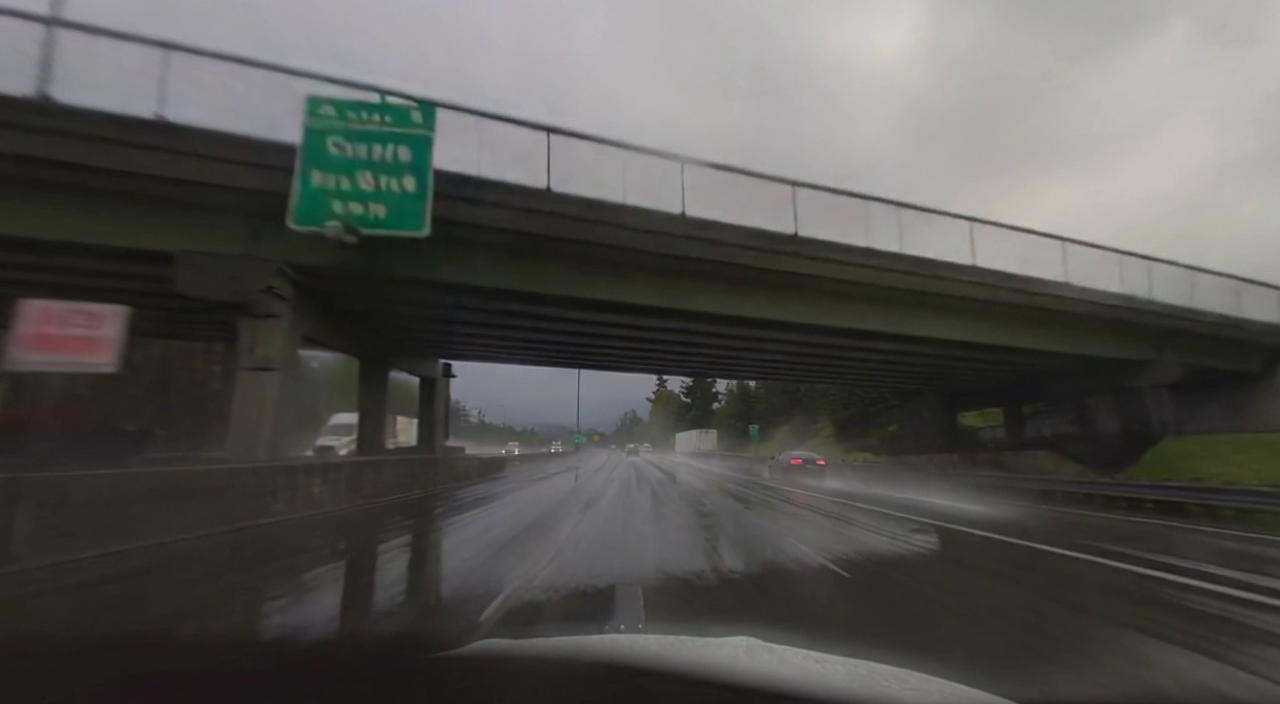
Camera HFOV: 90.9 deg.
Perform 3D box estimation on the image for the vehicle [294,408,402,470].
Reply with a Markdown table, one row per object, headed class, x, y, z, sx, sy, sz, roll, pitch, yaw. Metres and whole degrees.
| class | x | y | z | sx | sy | sz | roll | pitch | yaw |
| --- | --- | --- | --- | --- | --- | --- | --- | --- | --- |
| vehicle | -15.904 | 4.893 | 34.965 | 2.704 | 3.067 | 6.758 | 0 | -9 | 0 |
